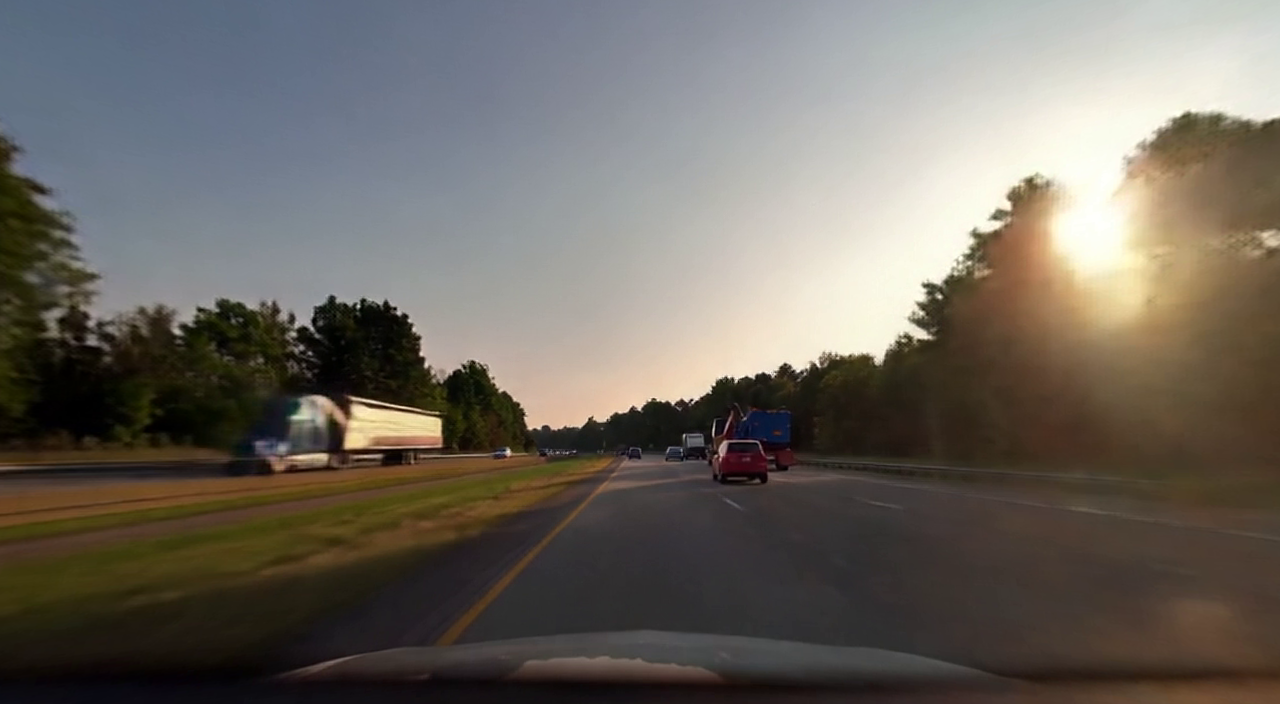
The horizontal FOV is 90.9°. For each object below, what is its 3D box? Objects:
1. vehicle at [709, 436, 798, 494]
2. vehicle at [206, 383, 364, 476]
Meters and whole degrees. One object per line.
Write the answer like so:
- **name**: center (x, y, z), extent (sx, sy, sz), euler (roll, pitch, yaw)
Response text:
- **vehicle**: center (3.547, 3.612, 20.445), extent (2.022, 1.658, 4.132), euler (0, -9, -1)
- **vehicle**: center (-15.772, 3.624, 28.740), extent (3.199, 3.740, 6.535), euler (0, -9, 0)
